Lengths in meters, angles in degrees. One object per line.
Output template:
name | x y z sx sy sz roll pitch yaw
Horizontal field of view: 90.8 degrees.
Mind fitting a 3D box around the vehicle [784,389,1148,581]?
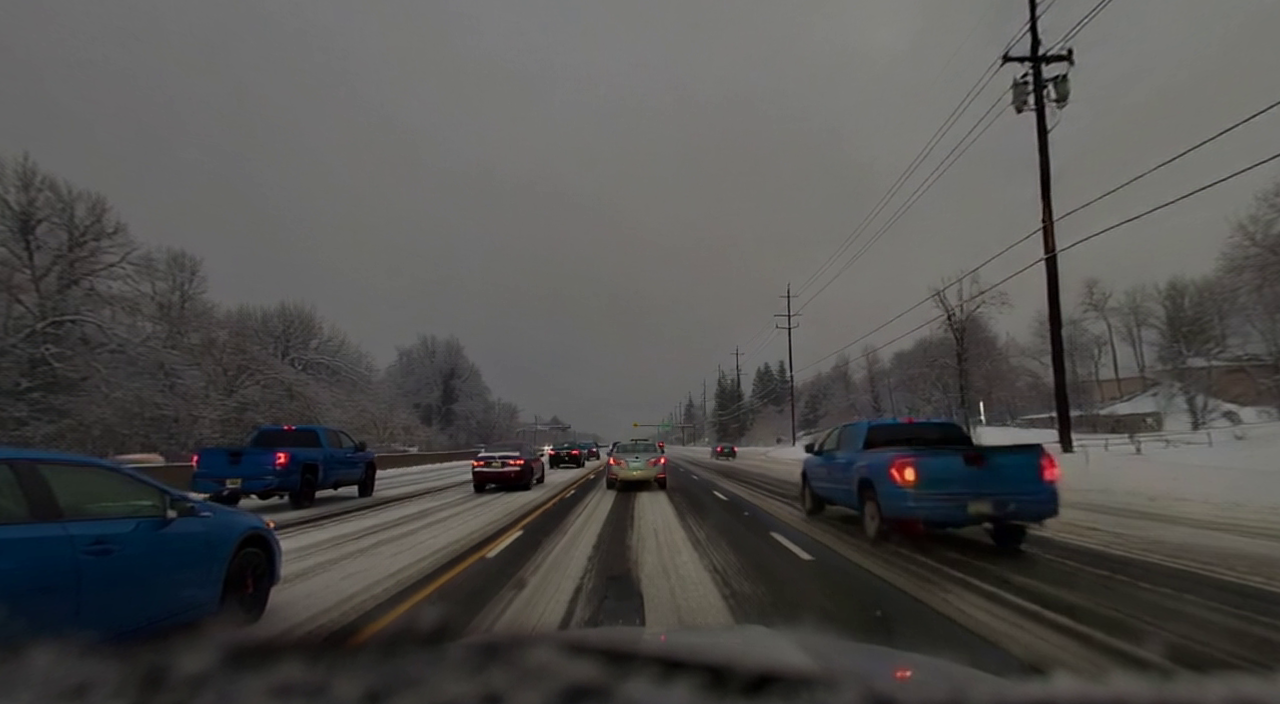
vehicle | 3.720 1.650 8.761 2.113 1.800 5.376 0 -8 -1

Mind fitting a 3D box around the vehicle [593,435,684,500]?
vehicle | -0.068 3.020 17.013 2.102 1.499 4.439 0 -8 -1

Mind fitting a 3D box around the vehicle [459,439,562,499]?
vehicle | -3.406 3.132 17.407 1.899 1.437 4.131 0 -8 1

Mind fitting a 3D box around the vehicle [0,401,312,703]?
vehicle | -3.784 1.000 2.982 1.955 1.481 4.604 0 -8 1
